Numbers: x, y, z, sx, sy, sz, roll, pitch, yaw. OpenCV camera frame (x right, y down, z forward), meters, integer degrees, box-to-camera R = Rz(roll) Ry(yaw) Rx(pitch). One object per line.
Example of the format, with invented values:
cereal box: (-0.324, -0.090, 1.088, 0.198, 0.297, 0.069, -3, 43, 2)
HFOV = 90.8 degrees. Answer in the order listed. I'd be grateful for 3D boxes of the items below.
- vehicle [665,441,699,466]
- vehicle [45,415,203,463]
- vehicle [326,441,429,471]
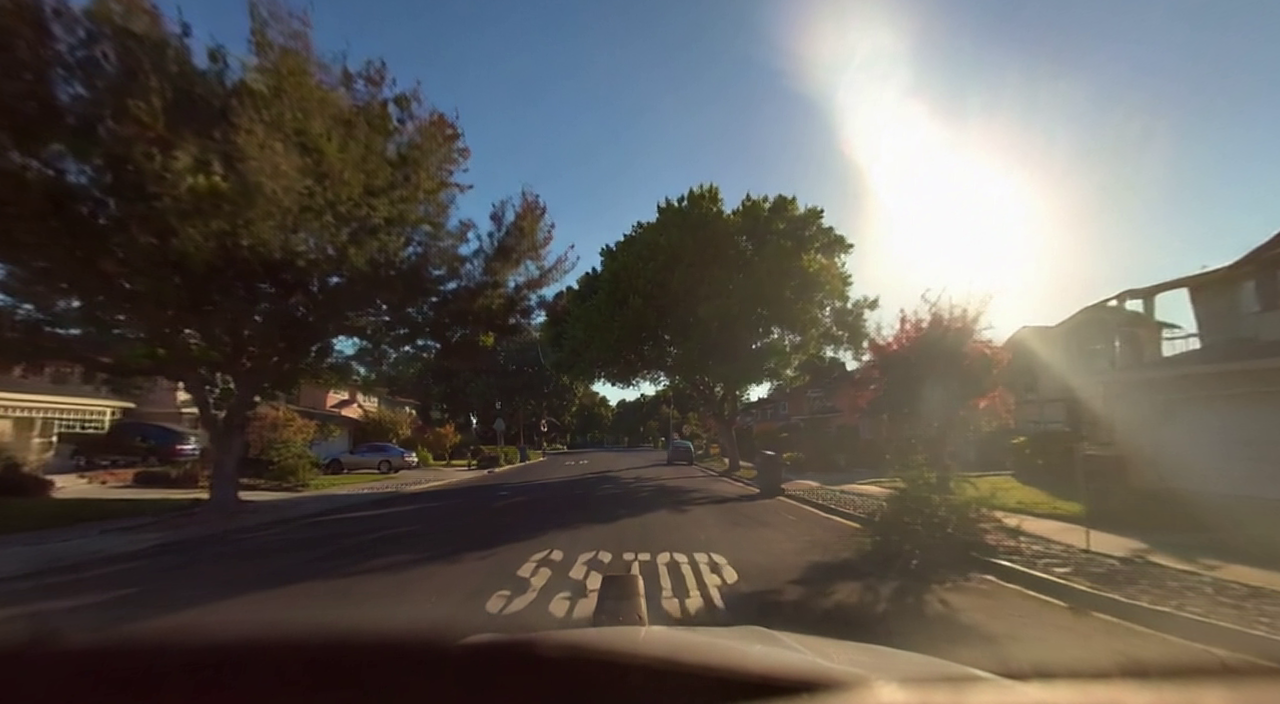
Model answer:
vehicle: (2.740, 6.706, 41.793, 1.975, 1.528, 4.000, 0, -8, 0)
vehicle: (-18.900, 3.221, 23.311, 4.093, 1.661, 1.765, 0, -8, -5)
vehicle: (-13.722, 5.456, 33.259, 4.572, 1.522, 1.999, 1, -8, -5)
